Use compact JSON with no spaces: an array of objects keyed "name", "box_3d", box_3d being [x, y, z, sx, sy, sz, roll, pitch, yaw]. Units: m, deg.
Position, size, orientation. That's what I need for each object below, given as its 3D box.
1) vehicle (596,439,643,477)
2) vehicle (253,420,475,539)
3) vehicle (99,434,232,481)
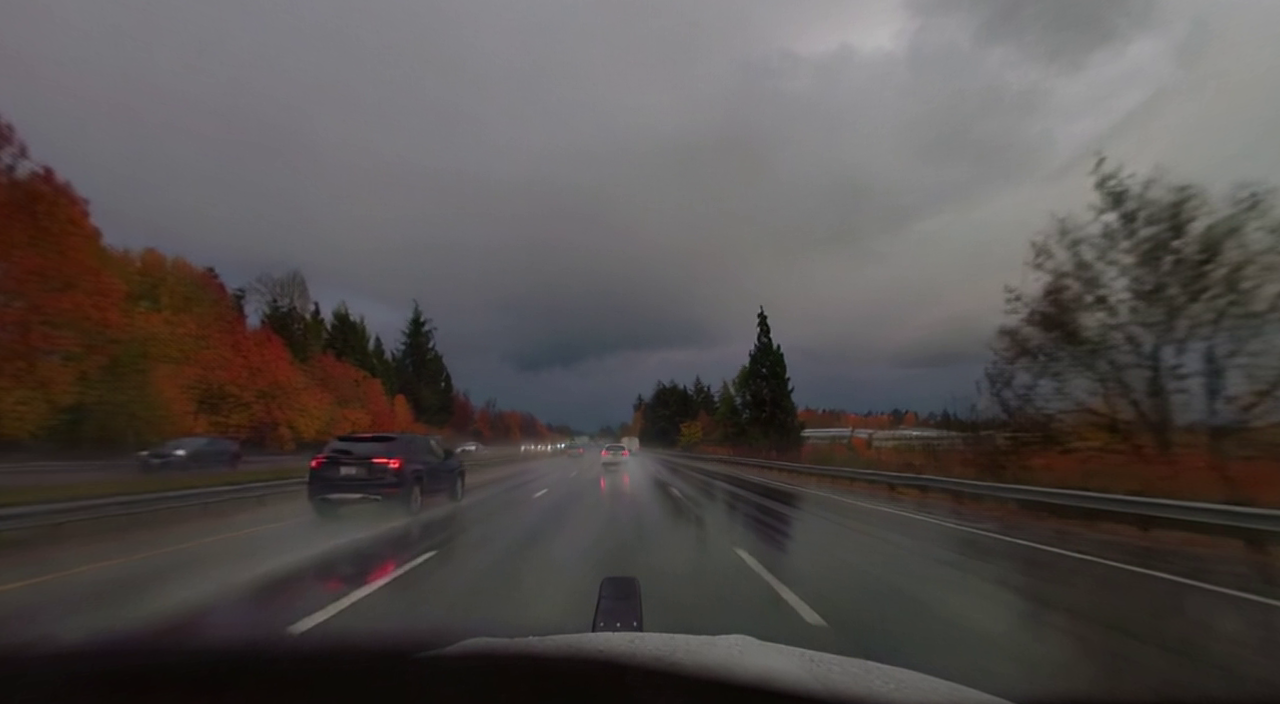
[{"name":"vehicle","box_3d":[-0.980,5.102,30.388,2.115,1.661,4.049,0,-9,-2]},{"name":"vehicle","box_3d":[-4.625,2.219,11.509,1.974,1.688,4.727,0,-9,-1]},{"name":"vehicle","box_3d":[-18.763,4.207,25.081,1.960,1.677,4.332,0,-9,-1]}]
